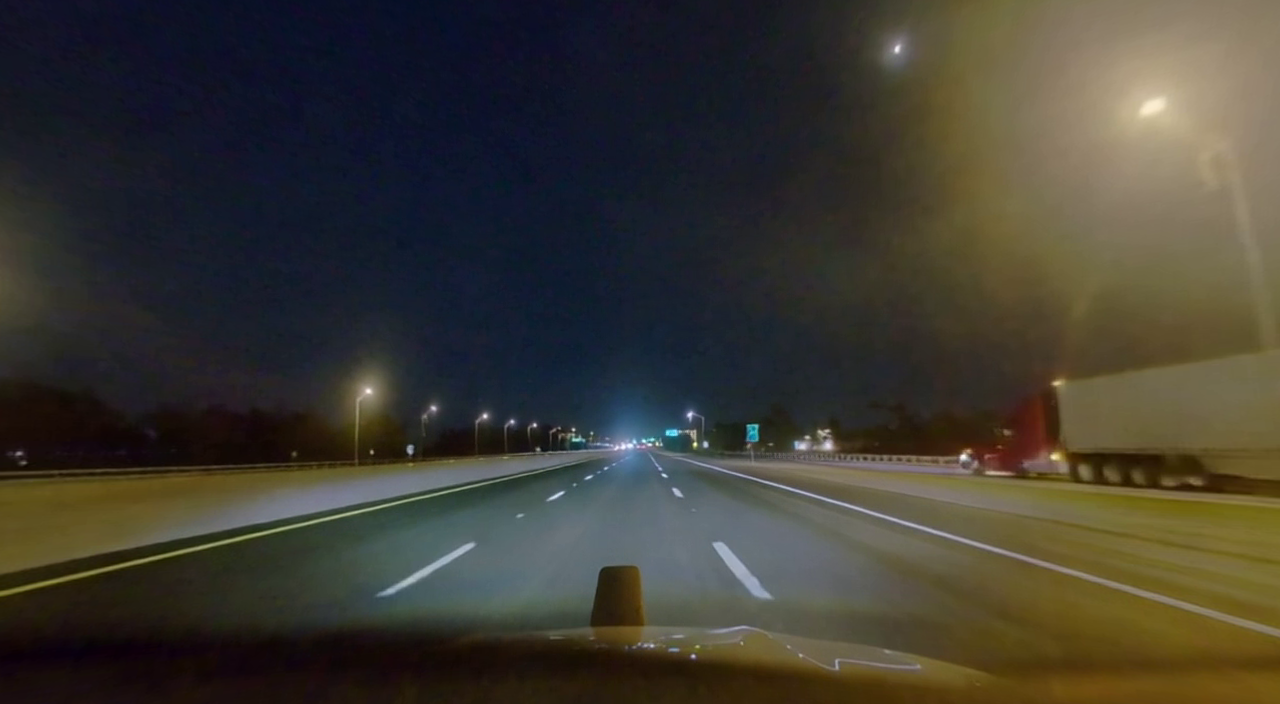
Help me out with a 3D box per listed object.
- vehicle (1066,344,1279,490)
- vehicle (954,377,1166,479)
[{"bbox_3d":[20.013,1.931,18.438,2.939,4.193,15.754,1,-9,-5],"label":"vehicle"},{"bbox_3d":[19.144,3.744,29.905,3.020,4.008,9.497,1,-9,-3],"label":"vehicle"}]
